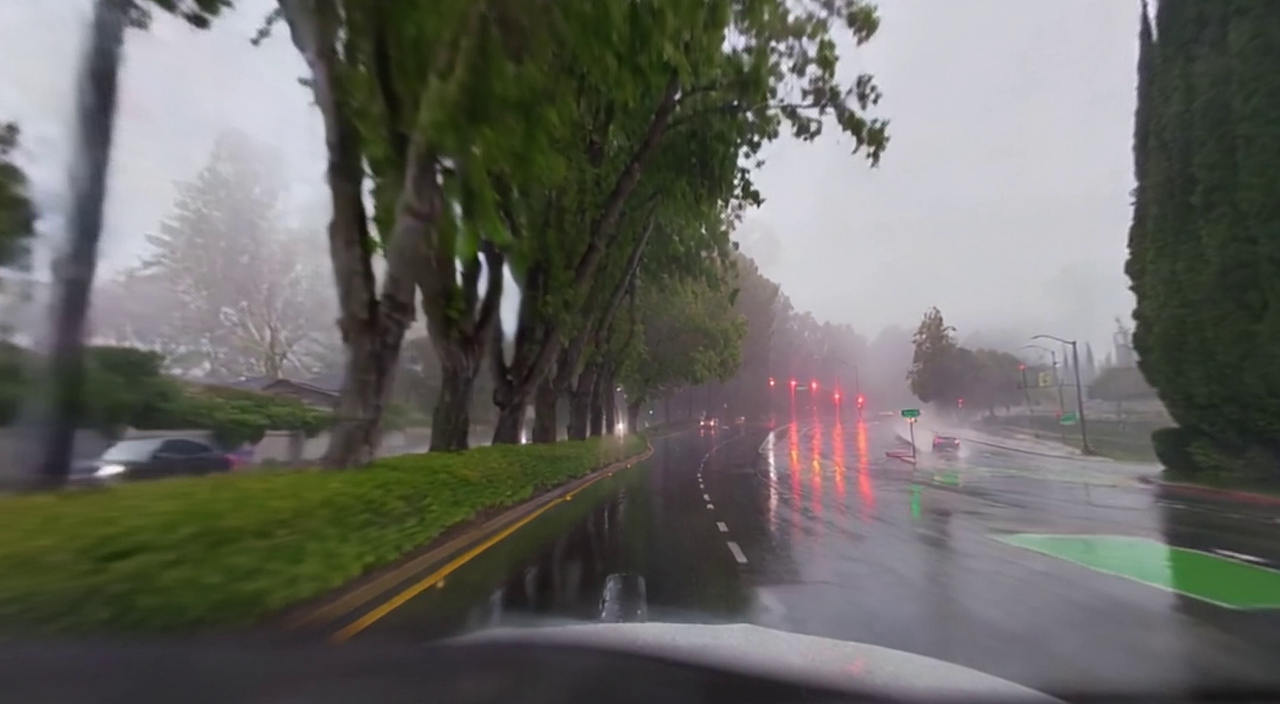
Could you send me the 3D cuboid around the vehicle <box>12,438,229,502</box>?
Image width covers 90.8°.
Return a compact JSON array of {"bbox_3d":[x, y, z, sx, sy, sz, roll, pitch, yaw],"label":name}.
[{"bbox_3d":[-14.570,3.308,18.206,2.061,1.559,4.729,-1,-8,3],"label":"vehicle"}]
